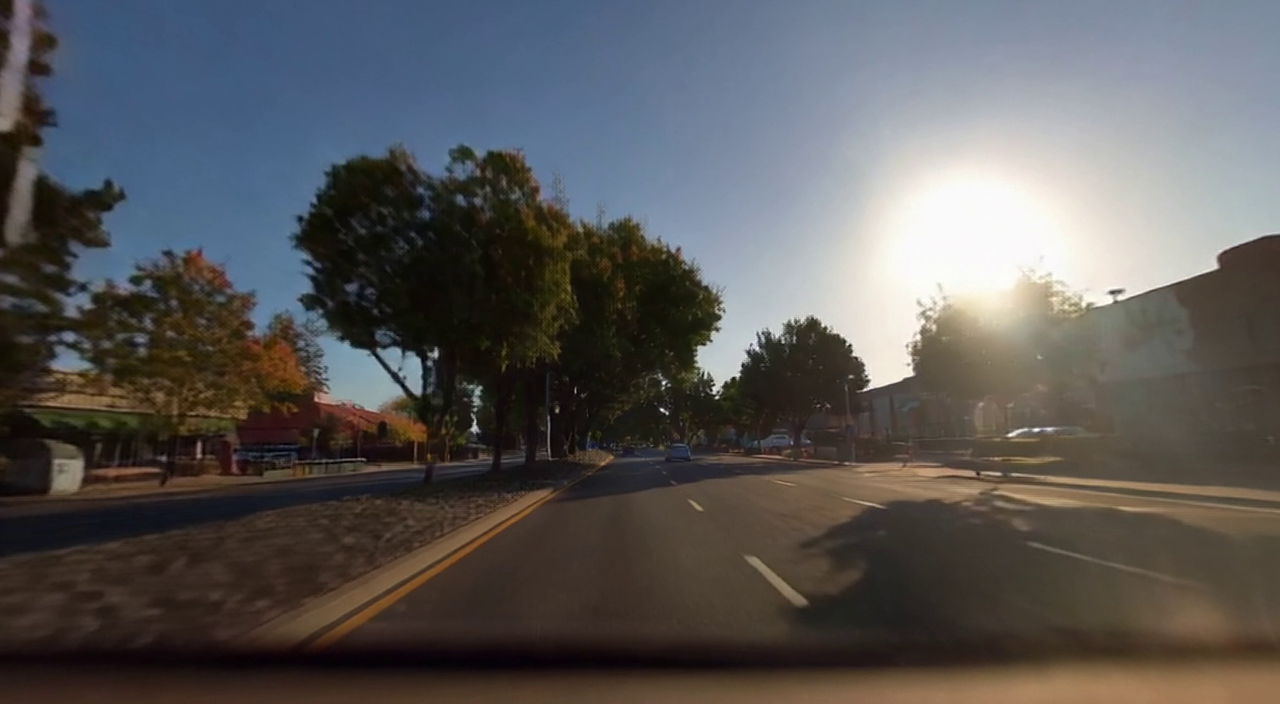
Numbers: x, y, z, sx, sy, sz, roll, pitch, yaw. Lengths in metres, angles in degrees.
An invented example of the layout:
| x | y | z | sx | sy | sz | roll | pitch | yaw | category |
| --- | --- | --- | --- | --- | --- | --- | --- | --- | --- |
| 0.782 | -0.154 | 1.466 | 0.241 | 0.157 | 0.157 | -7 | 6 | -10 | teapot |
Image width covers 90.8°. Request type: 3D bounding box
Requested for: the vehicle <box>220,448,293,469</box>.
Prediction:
| x | y | z | sx | sy | sz | roll | pitch | yaw | category |
| --- | --- | --- | --- | --- | --- | --- | --- | --- | --- |
| -28.549 | 7.926 | 47.118 | 4.140 | 1.446 | 1.888 | -1 | -8 | -1 | vehicle |
